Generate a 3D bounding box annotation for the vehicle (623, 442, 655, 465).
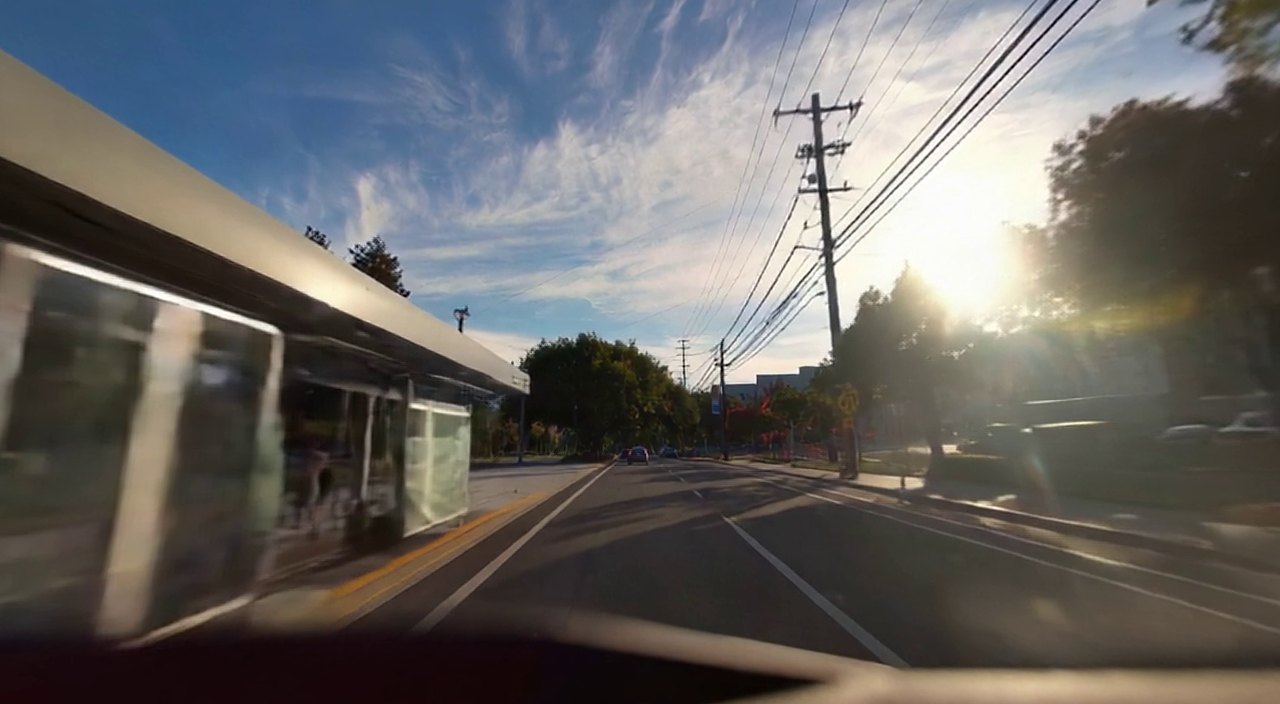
[{"bbox_3d":[-0.115,7.042,43.836,2.109,1.501,4.042,0,-9,-1],"label":"vehicle"}]
